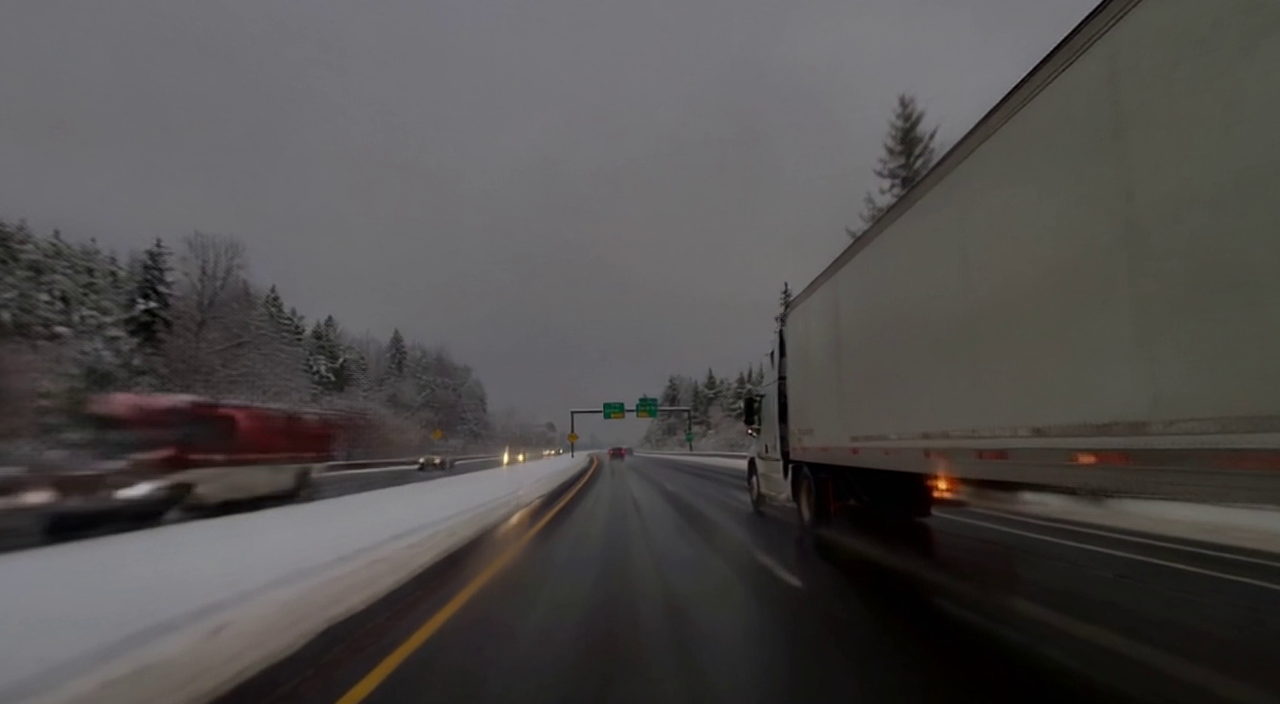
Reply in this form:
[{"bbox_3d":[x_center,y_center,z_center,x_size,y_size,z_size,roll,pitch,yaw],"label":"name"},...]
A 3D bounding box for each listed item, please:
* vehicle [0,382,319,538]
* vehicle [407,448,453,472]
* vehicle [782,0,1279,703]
[{"bbox_3d":[-9.586,2.210,13.272,2.491,2.522,5.985,0,-9,-1],"label":"vehicle"},{"bbox_3d":[-15.057,7.730,45.119,1.928,1.599,4.549,0,-9,-2],"label":"vehicle"},{"bbox_3d":[4.433,0.324,7.237,3.016,3.971,10.405,0,-9,0],"label":"vehicle"}]
